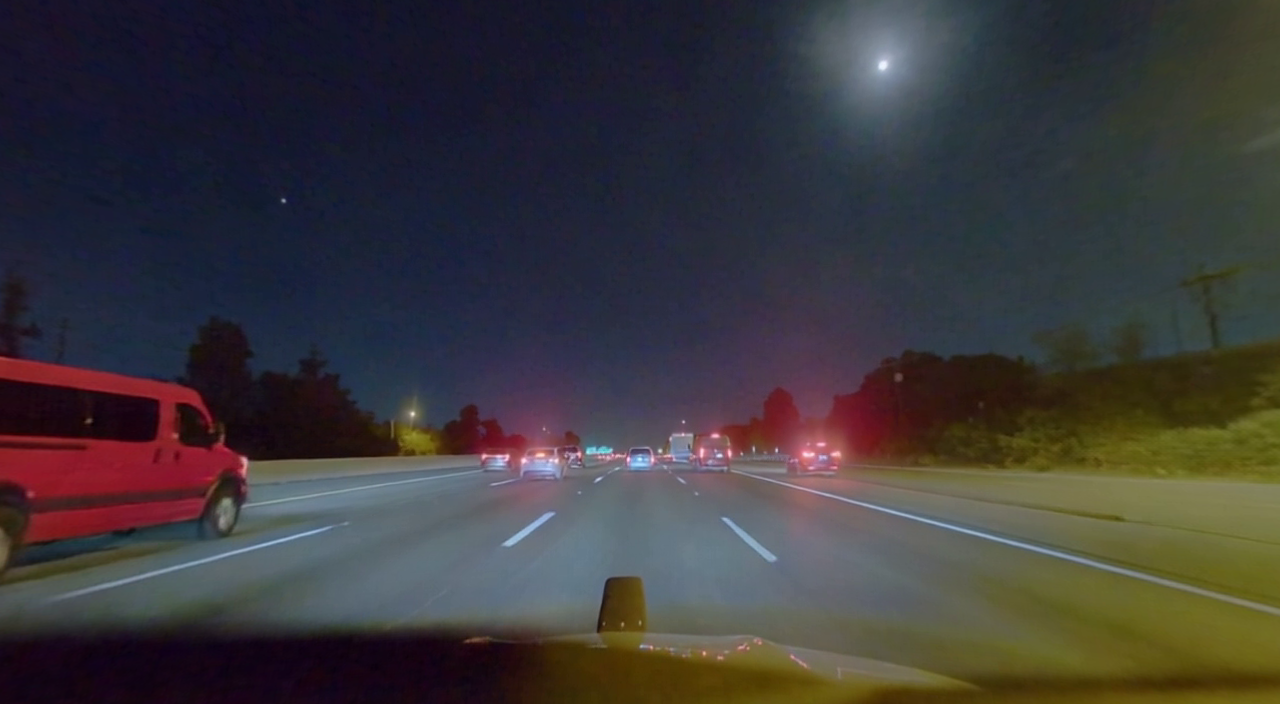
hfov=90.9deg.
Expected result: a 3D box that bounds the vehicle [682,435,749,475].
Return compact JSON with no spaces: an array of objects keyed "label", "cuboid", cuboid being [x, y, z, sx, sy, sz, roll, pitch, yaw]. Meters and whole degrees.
[{"label":"vehicle","cuboid":[3.820,5.389,33.170,2.777,1.895,5.710,0,-9,0]}]

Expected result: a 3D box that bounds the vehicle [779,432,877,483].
[{"label":"vehicle","cuboid":[7.524,4.299,26.025,2.304,1.840,5.706,0,-9,0]}]

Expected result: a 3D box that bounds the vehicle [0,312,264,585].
[{"label":"vehicle","cuboid":[-7.601,1.136,7.381,2.336,2.708,6.421,0,-9,0]}]

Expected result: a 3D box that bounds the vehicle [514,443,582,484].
[{"label":"vehicle","cuboid":[-3.501,4.333,24.768,1.970,1.483,4.071,0,-9,1]}]

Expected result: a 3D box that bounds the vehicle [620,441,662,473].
[{"label":"vehicle","cuboid":[0.072,5.706,34.426,2.115,1.617,4.102,0,-9,1]}]

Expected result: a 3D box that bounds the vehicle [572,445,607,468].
[{"label":"vehicle","cuboid":[-3.462,7.292,44.126,1.987,1.466,4.341,0,-9,1]}]

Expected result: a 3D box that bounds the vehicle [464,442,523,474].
[{"label":"vehicle","cuboid":[-7.654,5.574,33.368,1.961,1.562,4.301,0,-9,1]}]
